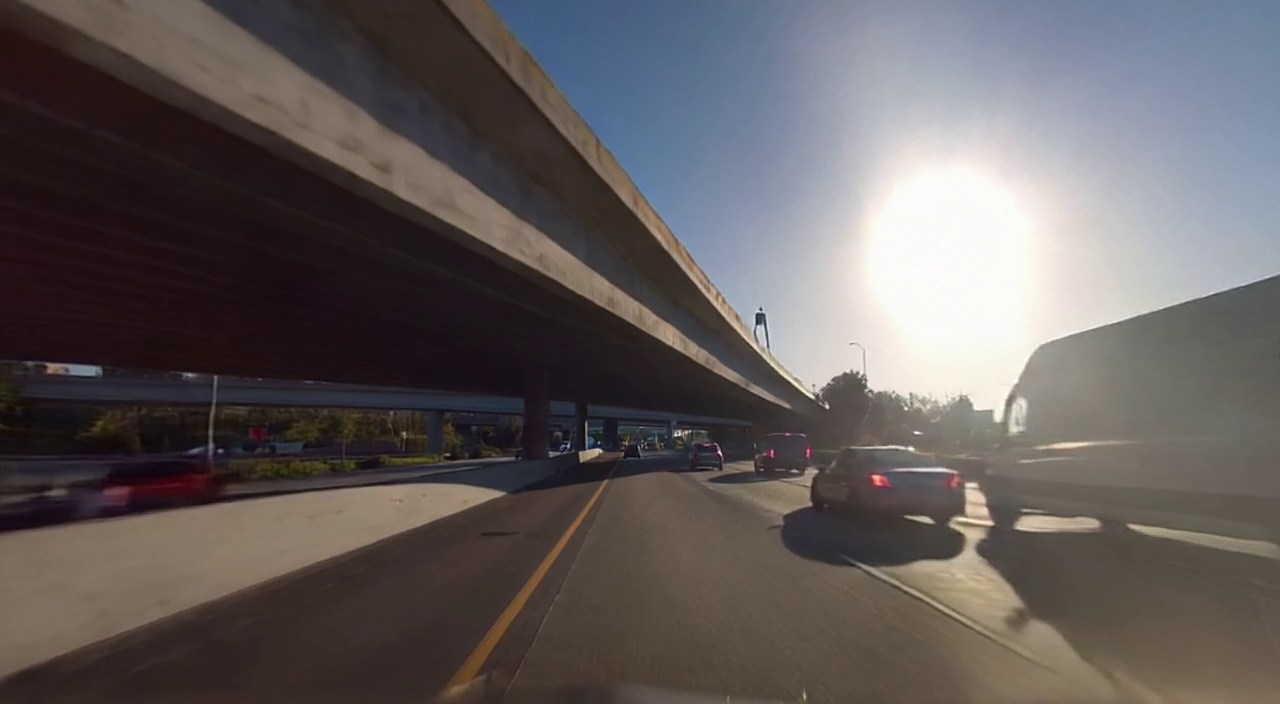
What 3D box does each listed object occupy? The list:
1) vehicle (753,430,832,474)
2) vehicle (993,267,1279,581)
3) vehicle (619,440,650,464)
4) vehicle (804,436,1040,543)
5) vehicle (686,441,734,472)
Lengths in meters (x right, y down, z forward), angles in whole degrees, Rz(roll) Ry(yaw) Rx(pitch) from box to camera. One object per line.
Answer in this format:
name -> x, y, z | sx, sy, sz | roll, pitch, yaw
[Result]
vehicle -> 7.676, 5.126, 32.635 | 2.448, 2.042, 5.959 | 0, -8, -1
vehicle -> 8.064, 0.948, 7.855 | 2.866, 3.233, 7.345 | 1, -9, -2
vehicle -> -0.472, 7.678, 48.441 | 2.256, 1.743, 4.189 | 0, -8, -1
vehicle -> 4.433, 2.212, 10.890 | 1.971, 1.453, 4.414 | 0, -8, -1
vehicle -> 3.849, 5.870, 35.733 | 2.005, 1.585, 4.863 | 0, -8, -2
